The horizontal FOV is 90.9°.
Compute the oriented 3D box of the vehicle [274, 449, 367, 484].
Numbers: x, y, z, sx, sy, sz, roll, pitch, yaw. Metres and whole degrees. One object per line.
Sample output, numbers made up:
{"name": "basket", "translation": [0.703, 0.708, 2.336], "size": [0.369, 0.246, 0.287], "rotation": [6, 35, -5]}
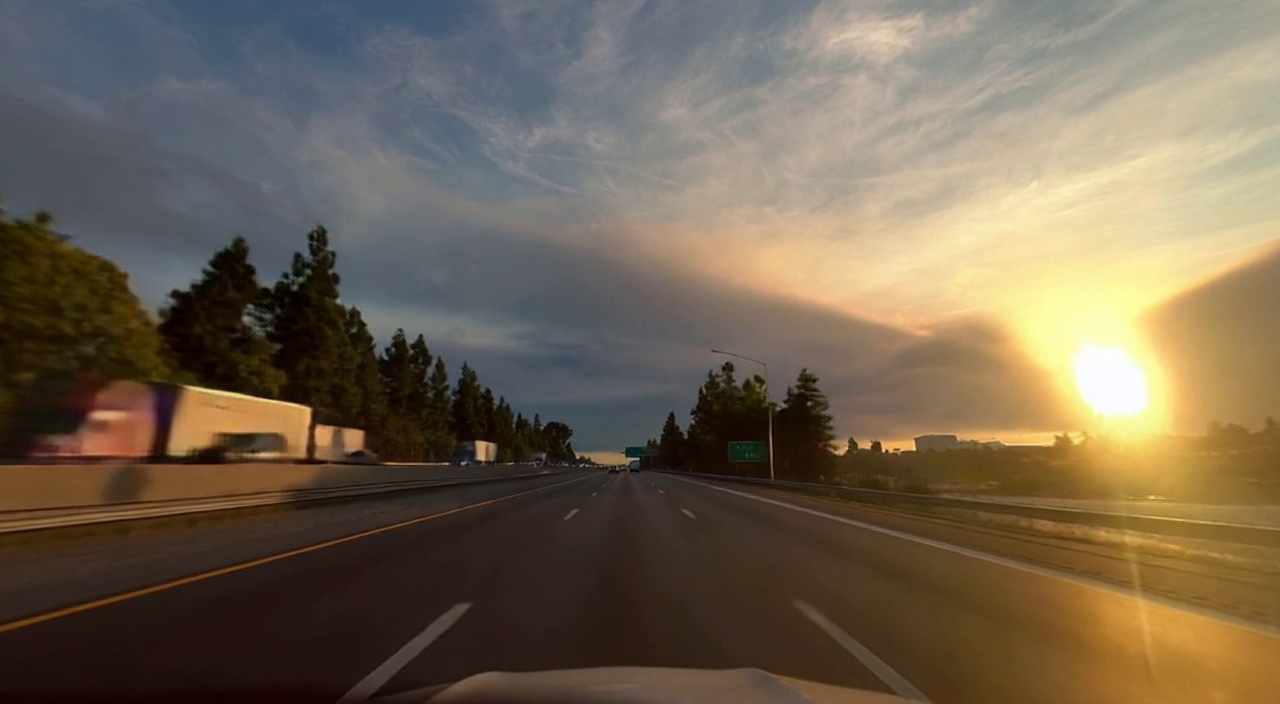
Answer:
{"name": "vehicle", "translation": [-15.745, 5.686, 31.353], "size": [2.209, 1.568, 4.655], "rotation": [1, -10, -1]}

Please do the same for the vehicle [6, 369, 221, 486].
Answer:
{"name": "vehicle", "translation": [-19.935, 3.099, 24.508], "size": [3.015, 3.967, 5.813], "rotation": [1, -10, -1]}

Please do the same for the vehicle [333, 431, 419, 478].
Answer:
{"name": "vehicle", "translation": [-15.914, 6.319, 38.449], "size": [2.531, 2.623, 6.001], "rotation": [1, -10, 0]}
